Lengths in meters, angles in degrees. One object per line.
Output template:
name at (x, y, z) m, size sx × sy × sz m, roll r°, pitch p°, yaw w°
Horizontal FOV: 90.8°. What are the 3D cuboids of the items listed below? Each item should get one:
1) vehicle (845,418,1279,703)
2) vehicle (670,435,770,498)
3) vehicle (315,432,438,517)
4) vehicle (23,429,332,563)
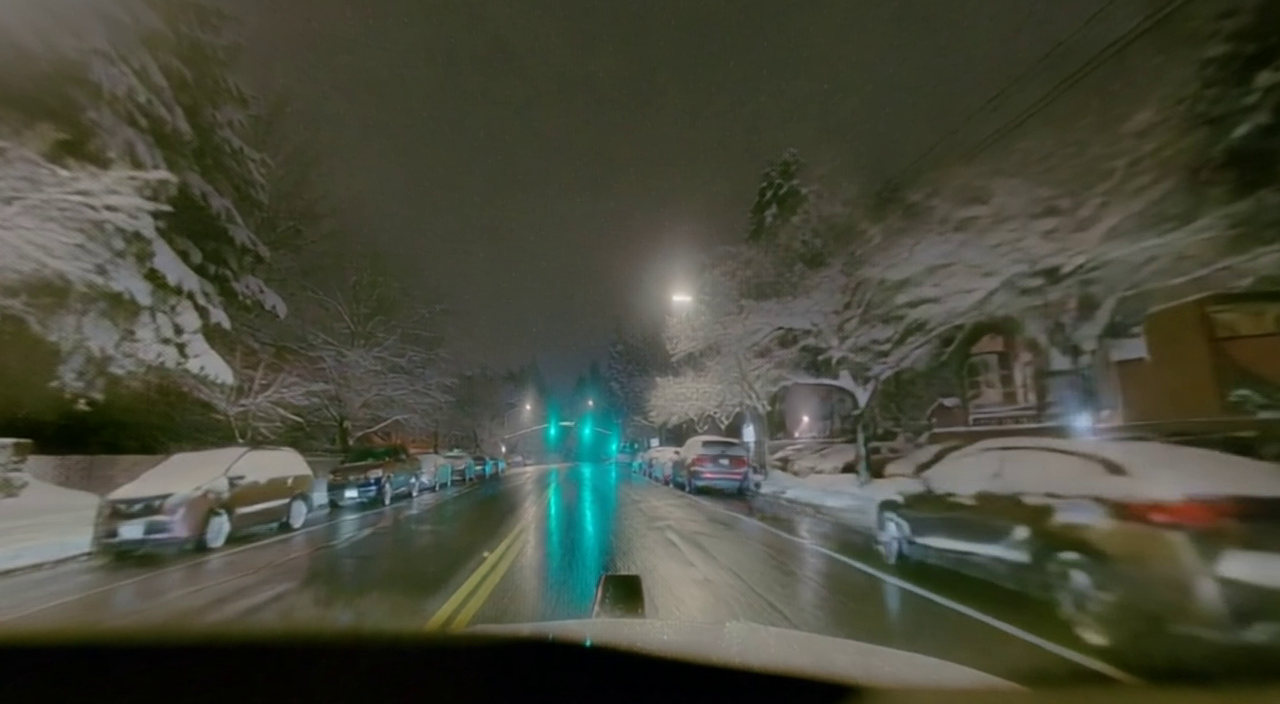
vehicle at (3.920, 1.484, 5.918) m, size 2.016 × 1.509 × 4.789 m, roll 1°, pitch -9°, yaw -5°
vehicle at (2.555, 3.864, 21.814) m, size 2.255 × 1.863 × 5.629 m, roll 1°, pitch -9°, yaw -5°
vehicle at (-8.642, 3.928, 21.352) m, size 2.382 × 2.223 × 5.472 m, roll -3°, pitch -6°, yaw -7°
vehicle at (-8.019, 2.606, 11.920) m, size 2.171 × 1.838 × 5.344 m, roll -1°, pitch -11°, yaw -6°
